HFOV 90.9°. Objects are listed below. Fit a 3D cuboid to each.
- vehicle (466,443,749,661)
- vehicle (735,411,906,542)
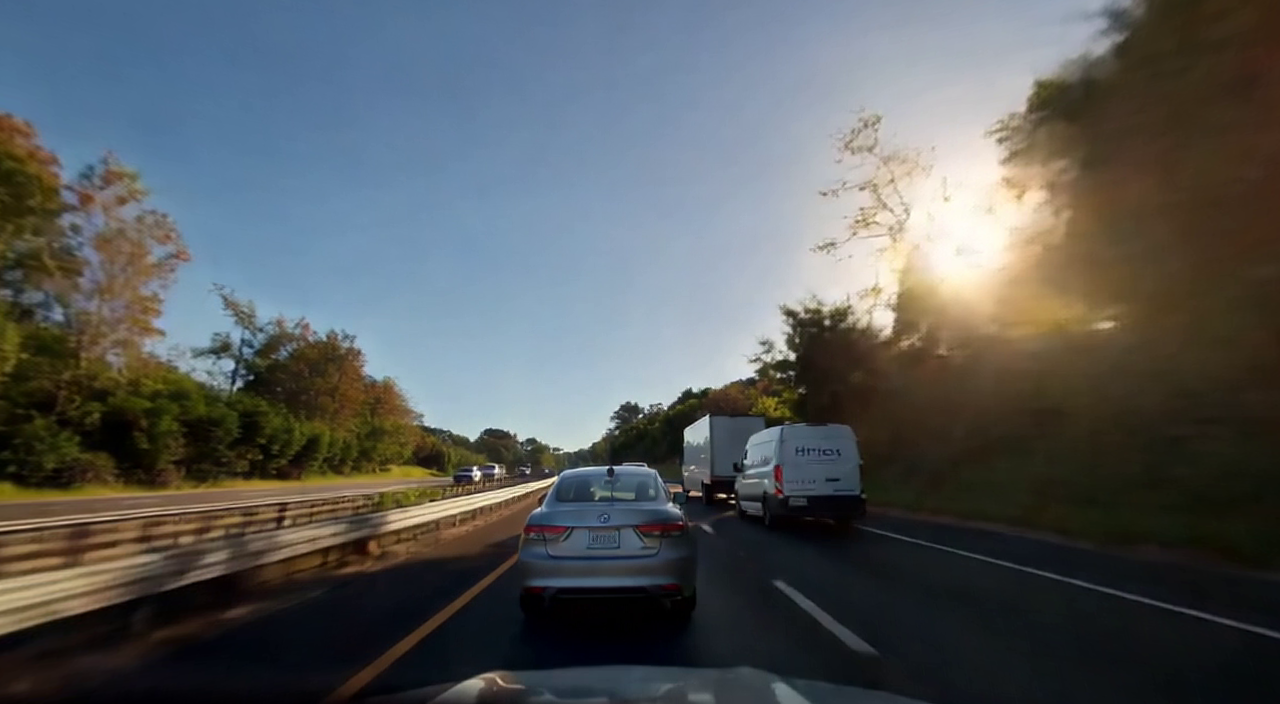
[{"bbox_3d":[-0.254,1.733,6.212,1.980,1.493,3.410,1,-11,-1],"label":"vehicle"},{"bbox_3d":[3.987,2.955,15.196,2.328,2.537,5.290,1,-11,-2],"label":"vehicle"}]
